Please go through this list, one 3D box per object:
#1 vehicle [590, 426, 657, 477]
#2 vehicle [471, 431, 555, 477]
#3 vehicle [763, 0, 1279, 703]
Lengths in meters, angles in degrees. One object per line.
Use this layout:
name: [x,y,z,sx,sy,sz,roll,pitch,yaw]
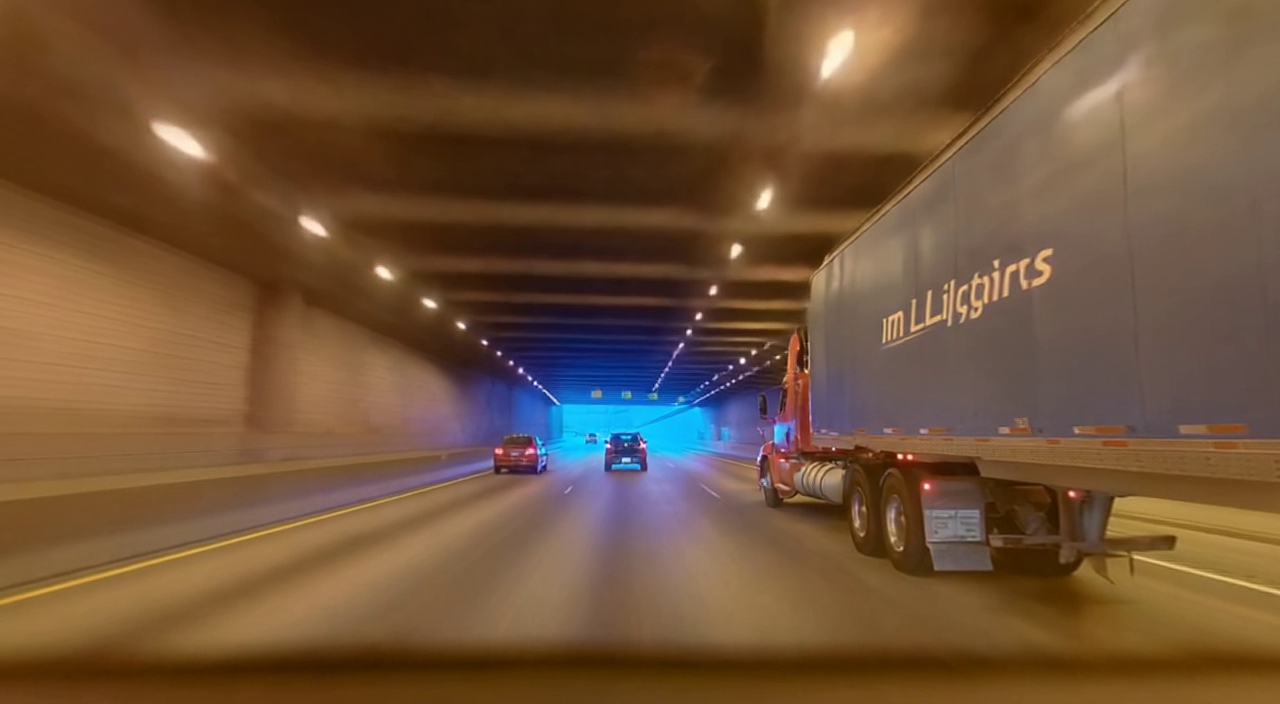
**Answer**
vehicle: [-0.546,3.403,21.814,2.094,1.600,3.666,0,-8,-1]
vehicle: [-4.271,3.507,21.991,2.019,1.435,4.317,0,-8,0]
vehicle: [3.882,-0.040,4.767,2.842,4.108,14.081,0,-8,-1]
